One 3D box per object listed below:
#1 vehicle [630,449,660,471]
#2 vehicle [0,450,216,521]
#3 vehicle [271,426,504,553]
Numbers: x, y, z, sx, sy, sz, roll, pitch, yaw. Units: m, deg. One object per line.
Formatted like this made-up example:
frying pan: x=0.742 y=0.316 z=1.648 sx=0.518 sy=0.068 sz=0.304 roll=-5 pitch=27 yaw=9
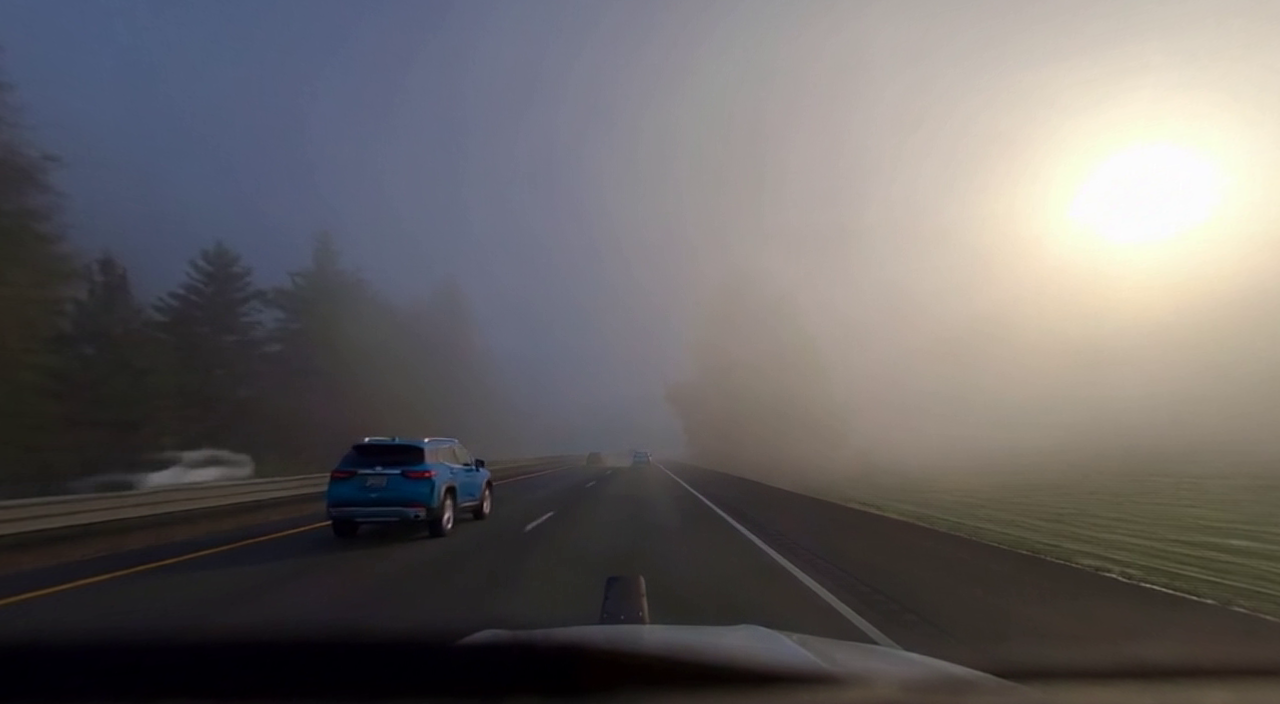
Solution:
vehicle: x=0.301 y=7.729 z=45.216 sx=2.046 sy=1.452 sz=4.407 roll=0 pitch=-9 yaw=0
vehicle: x=-12.585 y=3.128 z=15.291 sx=1.888 sy=1.459 sz=3.843 roll=0 pitch=-9 yaw=0
vehicle: x=-3.814 y=2.140 z=10.534 sx=2.100 sy=1.667 sz=4.223 roll=0 pitch=-9 yaw=0
